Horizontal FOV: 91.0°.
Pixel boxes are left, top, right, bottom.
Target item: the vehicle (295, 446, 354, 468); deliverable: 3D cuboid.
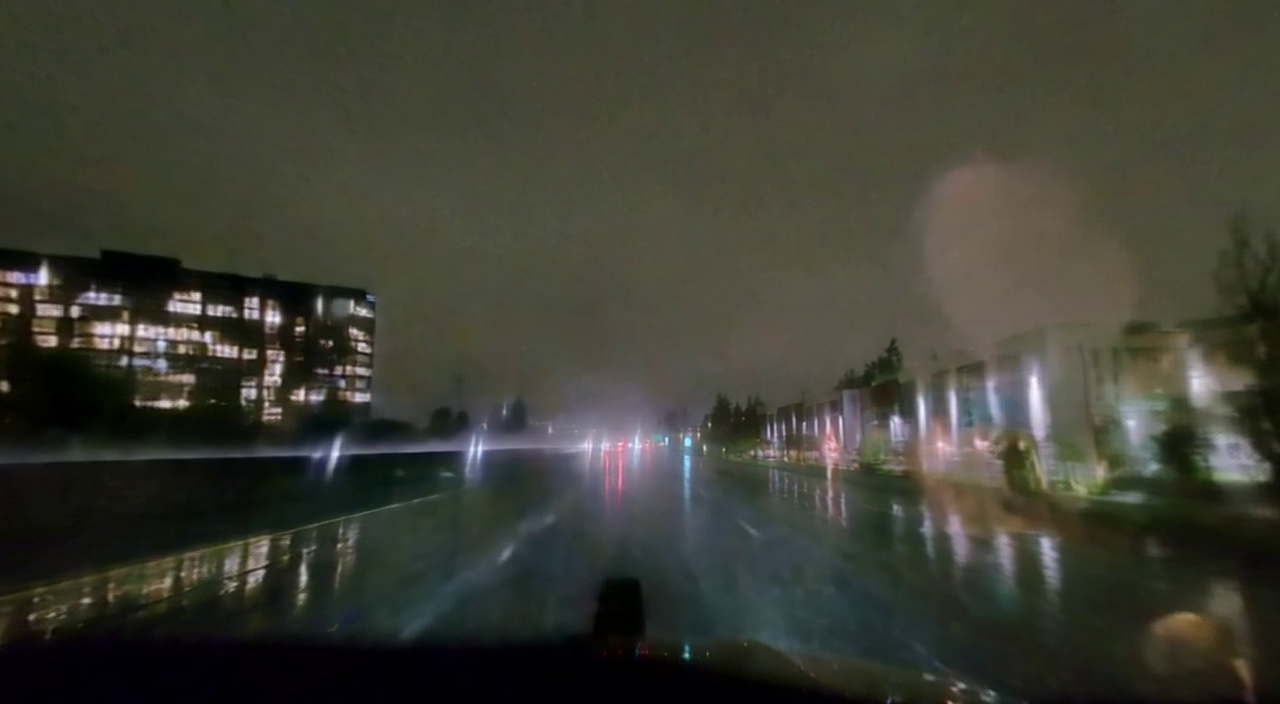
[{"bbox_3d":[-23.946,7.973,47.981,1.969,1.530,4.700,0,-9,1],"label":"vehicle"}]
